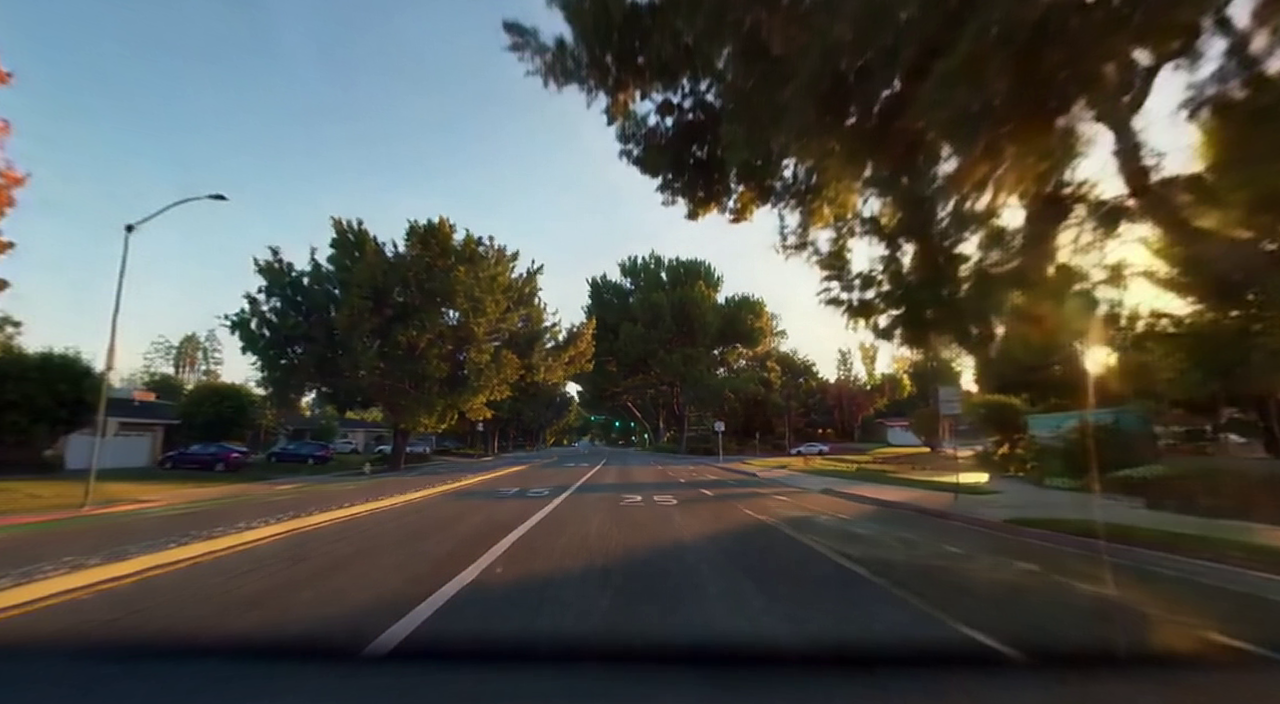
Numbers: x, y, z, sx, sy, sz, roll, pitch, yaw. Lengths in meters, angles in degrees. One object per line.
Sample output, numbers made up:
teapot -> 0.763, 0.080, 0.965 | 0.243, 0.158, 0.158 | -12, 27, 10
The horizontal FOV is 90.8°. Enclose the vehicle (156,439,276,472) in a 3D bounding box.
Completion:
vehicle -> -20.714, 5.065, 31.000 | 4.536, 1.502, 1.975 | -1, -8, 4

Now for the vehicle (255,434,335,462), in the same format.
vehicle -> -21.759, 6.095, 39.959 | 3.886, 1.641, 1.850 | 1, -10, -1
